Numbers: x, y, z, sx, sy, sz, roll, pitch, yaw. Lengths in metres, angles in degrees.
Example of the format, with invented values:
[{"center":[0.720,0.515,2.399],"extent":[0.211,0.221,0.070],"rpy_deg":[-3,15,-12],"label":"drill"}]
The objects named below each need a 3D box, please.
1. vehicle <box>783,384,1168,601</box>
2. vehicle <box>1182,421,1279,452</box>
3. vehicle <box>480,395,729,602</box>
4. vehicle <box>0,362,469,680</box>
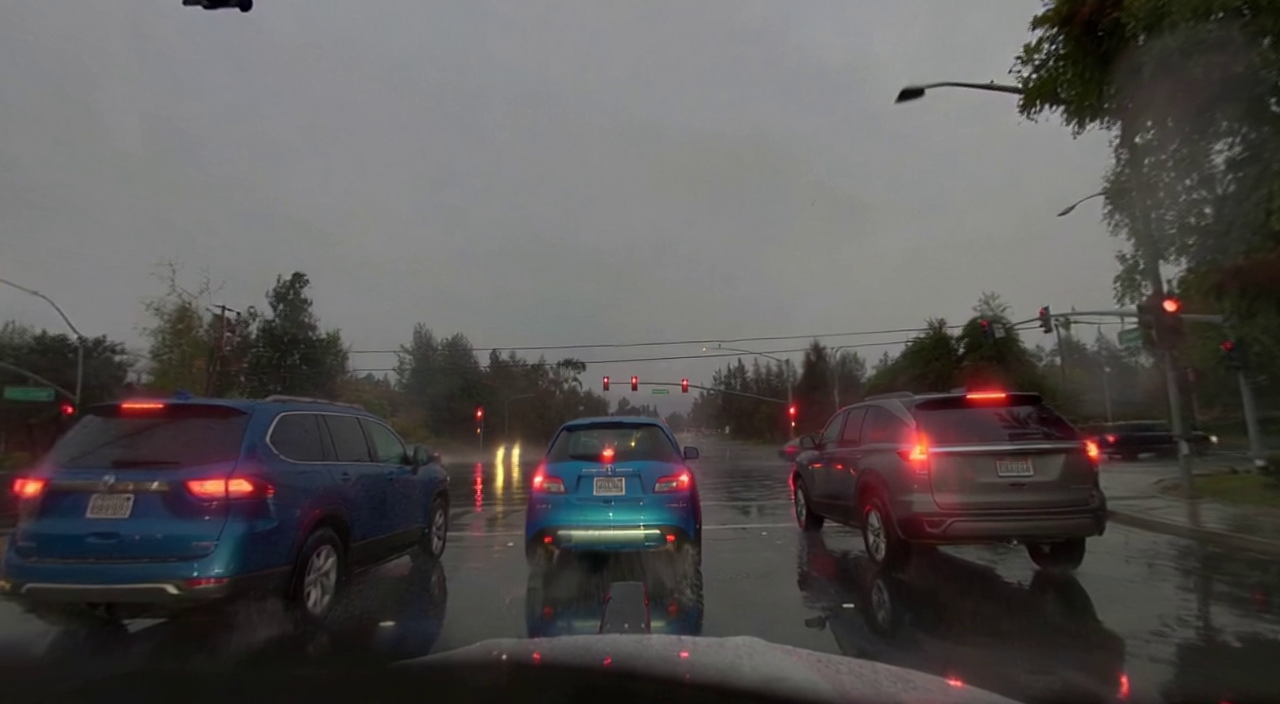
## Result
[{"center":[3.274,1.483,7.511],"extent":[2.083,1.779,4.532],"rpy_deg":[0,-8,0],"label":"vehicle"},{"center":[32.833,4.671,34.792],"extent":[4.175,1.634,1.877],"rpy_deg":[1,-8,-5],"label":"vehicle"},{"center":[-0.238,1.512,7.317],"extent":[2.067,1.702,3.987],"rpy_deg":[0,-8,2],"label":"vehicle"},{"center":[-3.272,1.283,5.883],"extent":[2.047,1.810,4.414],"rpy_deg":[0,-8,1],"label":"vehicle"}]
